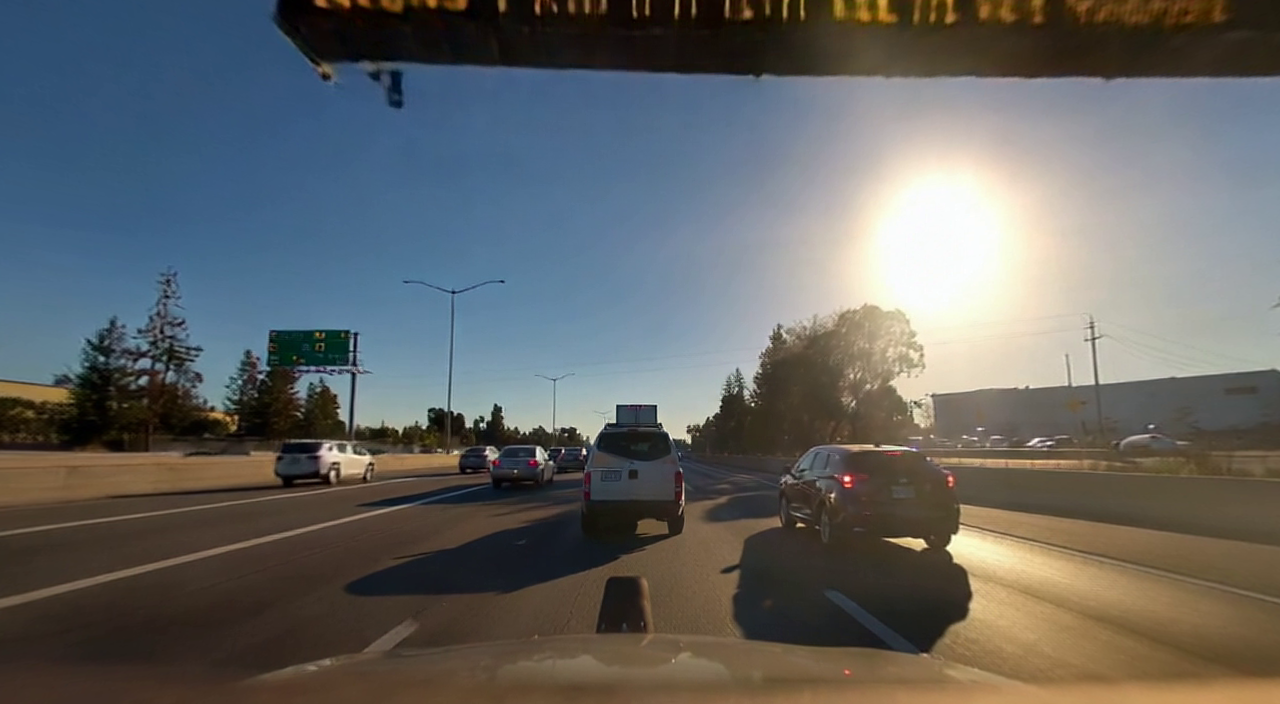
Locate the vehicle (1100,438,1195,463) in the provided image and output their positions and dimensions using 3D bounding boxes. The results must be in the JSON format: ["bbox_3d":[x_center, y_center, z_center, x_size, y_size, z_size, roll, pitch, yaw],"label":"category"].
[{"bbox_3d":[32.278,6.289,40.277,1.805,1.536,4.325,3,-9,-19],"label":"vehicle"}]

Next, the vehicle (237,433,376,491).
[{"bbox_3d":[-11.022,3.665,21.327,2.129,1.720,4.547,0,-9,1],"label":"vehicle"}]

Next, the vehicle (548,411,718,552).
[{"bbox_3d":[-0.100,1.948,10.070,2.152,1.779,3.924,0,-9,0],"label":"vehicle"}]

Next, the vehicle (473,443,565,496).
[{"bbox_3d":[-3.643,3.624,19.809,2.005,1.458,4.143,0,-9,1],"label":"vehicle"}]

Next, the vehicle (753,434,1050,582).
[{"bbox_3d":[3.052,1.918,8.654,2.018,1.470,4.491,0,-9,-2],"label":"vehicle"}]
